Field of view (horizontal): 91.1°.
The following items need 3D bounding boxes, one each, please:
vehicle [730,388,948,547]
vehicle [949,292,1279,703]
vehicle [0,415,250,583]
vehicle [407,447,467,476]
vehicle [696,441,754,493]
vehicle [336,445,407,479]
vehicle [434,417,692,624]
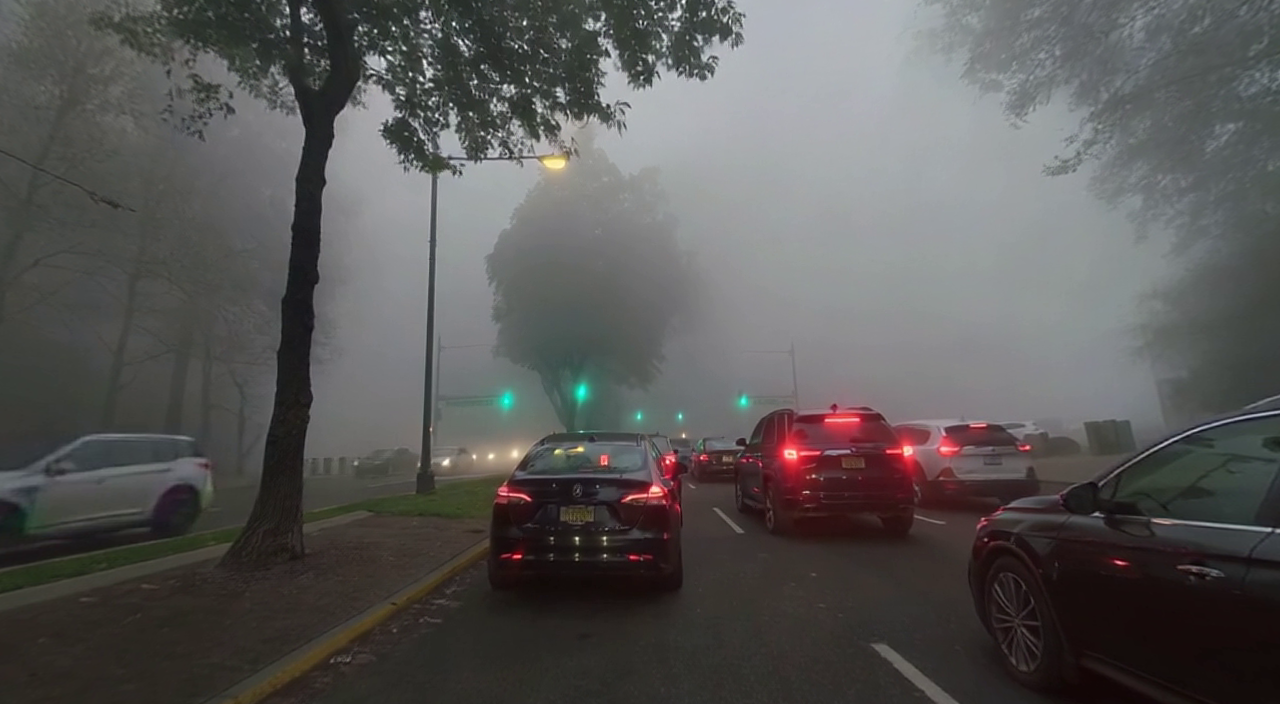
[{"bbox_3d":[3.540,2.244,12.843,2.516,2.481,5.766,0,-8,0],"label":"vehicle"},{"bbox_3d":[3.163,0.791,2.134,1.982,1.960,4.427,0,-9,1],"label":"vehicle"},{"bbox_3d":[-8.717,2.062,9.520,2.111,2.002,5.330,0,-9,1],"label":"vehicle"},{"bbox_3d":[-12.401,6.701,38.673,2.005,1.660,4.676,0,-9,2],"label":"vehicle"},{"bbox_3d":[2.956,4.067,22.656,1.518,1.650,4.408,0,-9,1],"label":"vehicle"},{"bbox_3d":[-15.999,6.550,37.691,2.077,1.925,4.626,0,-9,1],"label":"vehicle"},{"bbox_3d":[-0.597,1.679,7.225,2.111,1.676,4.018,0,-8,1],"label":"vehicle"}]
